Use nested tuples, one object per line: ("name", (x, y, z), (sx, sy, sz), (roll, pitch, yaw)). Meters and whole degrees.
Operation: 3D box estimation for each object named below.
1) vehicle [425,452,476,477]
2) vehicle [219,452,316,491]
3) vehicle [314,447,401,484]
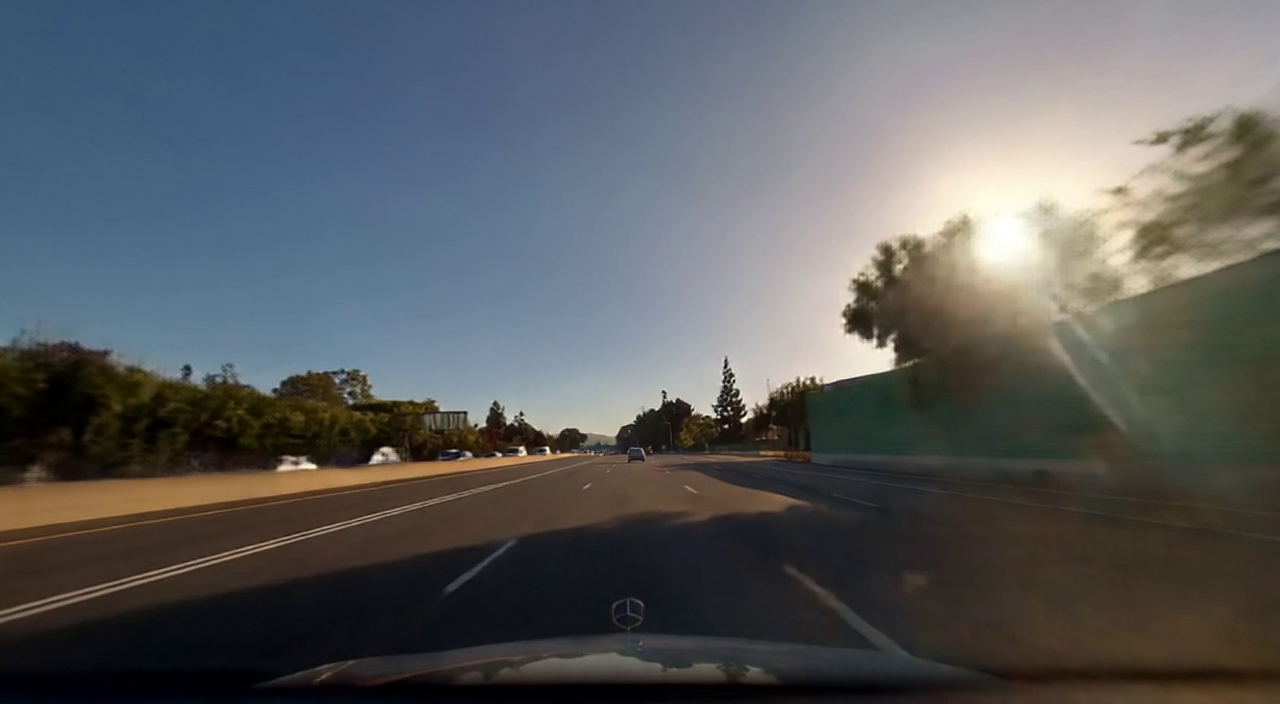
("vehicle", (-11.569, 6.851, 38.743), (1.879, 1.413, 4.147), (0, -9, 0))
("vehicle", (-16.132, 5.178, 27.533), (1.812, 1.528, 3.947), (0, -9, 0))
("vehicle", (-11.952, 4.804, 26.959), (1.852, 1.455, 4.006), (0, -9, 0))
